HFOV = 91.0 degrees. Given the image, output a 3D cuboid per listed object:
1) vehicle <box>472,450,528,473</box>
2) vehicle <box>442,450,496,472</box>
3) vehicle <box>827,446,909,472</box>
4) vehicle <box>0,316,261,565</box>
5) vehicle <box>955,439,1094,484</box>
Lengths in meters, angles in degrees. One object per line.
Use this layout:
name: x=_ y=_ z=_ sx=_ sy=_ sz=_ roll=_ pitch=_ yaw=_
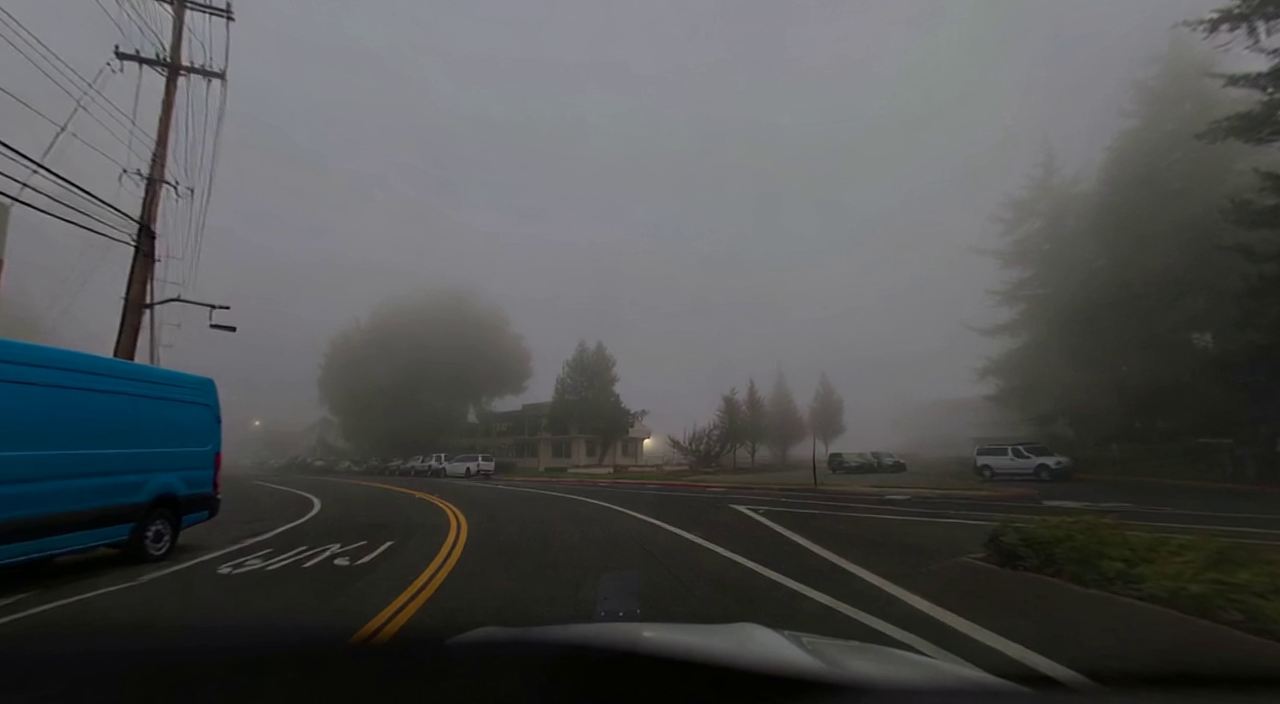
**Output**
vehicle: x=-10.207 y=8.019 z=46.341 sx=2.074 sy=1.526 sz=4.853 roll=-3 pitch=-9 yaw=13
vehicle: x=-13.169 y=8.450 z=48.870 sx=2.057 sy=1.564 sz=4.502 roll=-3 pitch=-9 yaw=14
vehicle: x=14.599 y=6.843 z=40.386 sx=4.454 sy=1.504 sz=1.970 roll=0 pitch=-9 yaw=-6
vehicle: x=-11.817 y=1.618 z=11.329 sx=3.276 sy=3.922 sz=10.384 roll=-1 pitch=-9 yaw=1
vehicle: x=16.225 y=4.601 z=26.697 sx=4.543 sy=1.744 sz=2.164 roll=0 pitch=-9 yaw=-7
